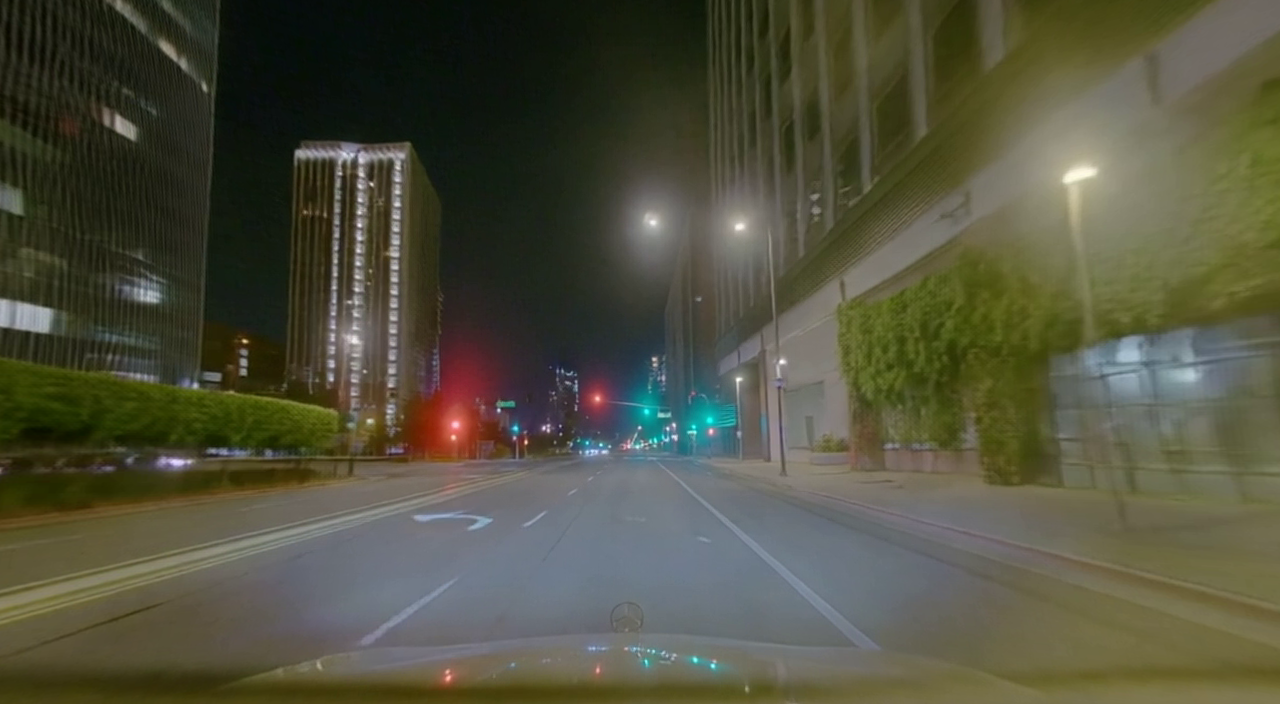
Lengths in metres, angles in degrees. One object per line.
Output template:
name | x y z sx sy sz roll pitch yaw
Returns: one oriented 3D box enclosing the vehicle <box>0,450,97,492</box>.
vehicle | -24.402 4.624 24.756 4.281 1.515 2.026 0 -8 -1
